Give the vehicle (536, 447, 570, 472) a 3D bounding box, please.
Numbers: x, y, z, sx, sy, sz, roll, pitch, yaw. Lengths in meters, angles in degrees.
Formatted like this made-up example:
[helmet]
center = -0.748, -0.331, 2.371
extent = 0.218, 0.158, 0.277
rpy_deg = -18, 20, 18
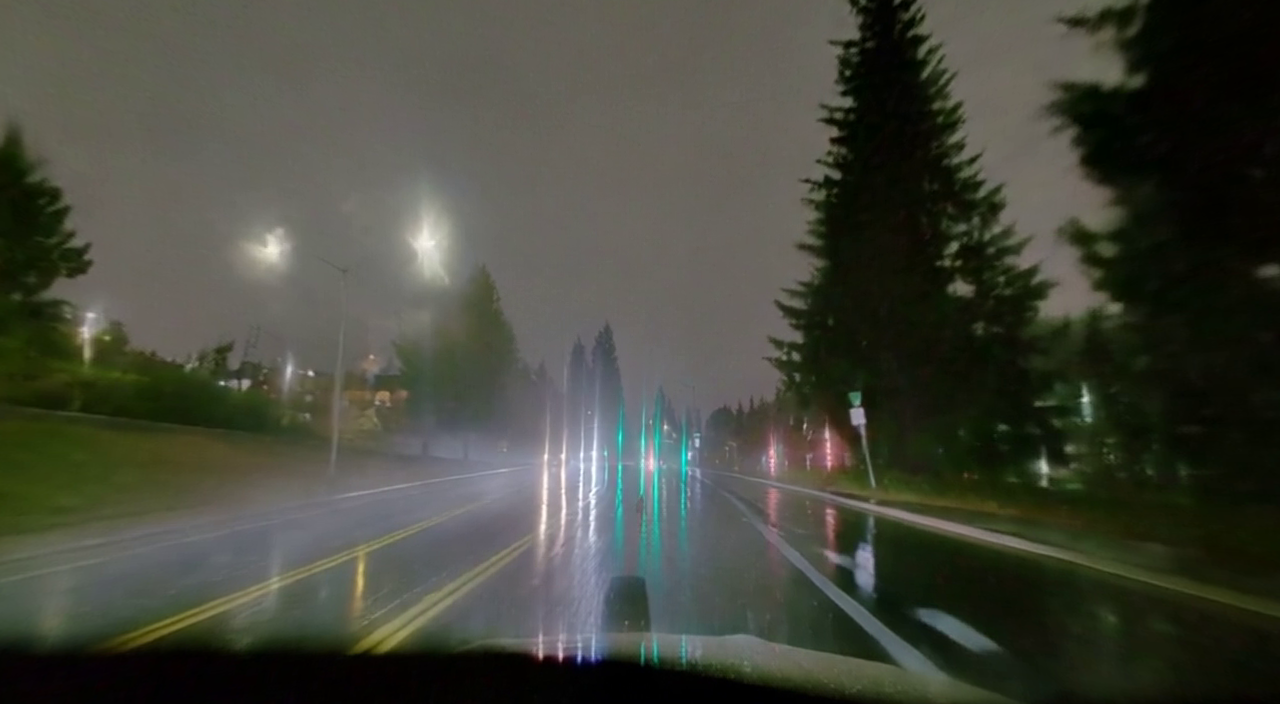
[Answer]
[vehicle]
center = -6.368, 7.953, 46.765
extent = 1.972, 1.684, 4.144
rpy_deg = 0, -8, 0
